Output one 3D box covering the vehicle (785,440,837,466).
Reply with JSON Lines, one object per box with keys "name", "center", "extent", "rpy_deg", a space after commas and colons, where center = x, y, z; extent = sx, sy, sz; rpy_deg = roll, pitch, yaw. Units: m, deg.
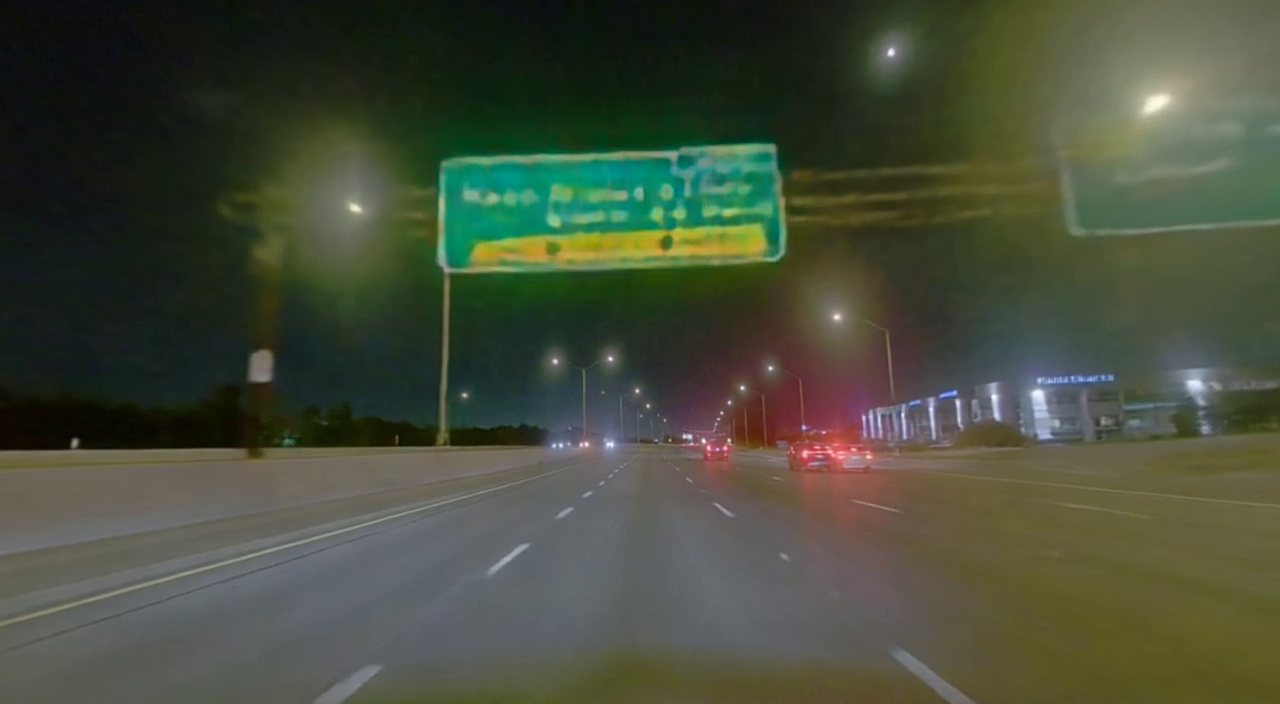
{"name": "vehicle", "center": [10.711, 6.363, 39.886], "extent": [2.000, 1.514, 4.585], "rpy_deg": [0, -9, 0]}
